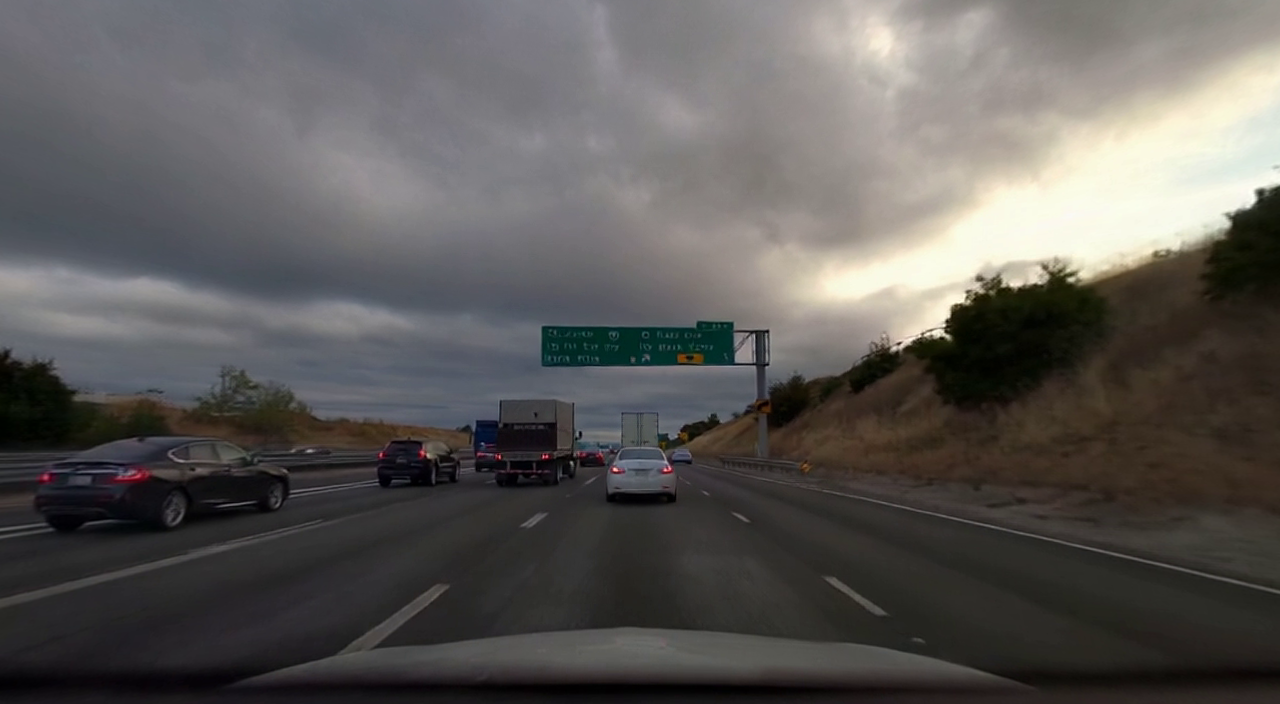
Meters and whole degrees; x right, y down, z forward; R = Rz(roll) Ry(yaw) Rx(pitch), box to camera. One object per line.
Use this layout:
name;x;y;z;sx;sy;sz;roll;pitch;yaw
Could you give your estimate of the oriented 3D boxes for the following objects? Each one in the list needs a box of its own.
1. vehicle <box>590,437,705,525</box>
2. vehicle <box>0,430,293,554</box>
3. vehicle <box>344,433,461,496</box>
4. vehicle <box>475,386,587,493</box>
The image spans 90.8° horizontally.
vehicle;0.088;2.521;12.769;1.995;1.495;3.380;0;-9;-1
vehicle;-7.906;2.115;10.228;1.879;1.521;4.623;-1;-9;1
vehicle;-7.342;3.525;20.051;1.952;1.746;4.332;-1;-9;1
vehicle;-3.744;3.311;23.615;2.812;3.342;7.248;0;-9;1
